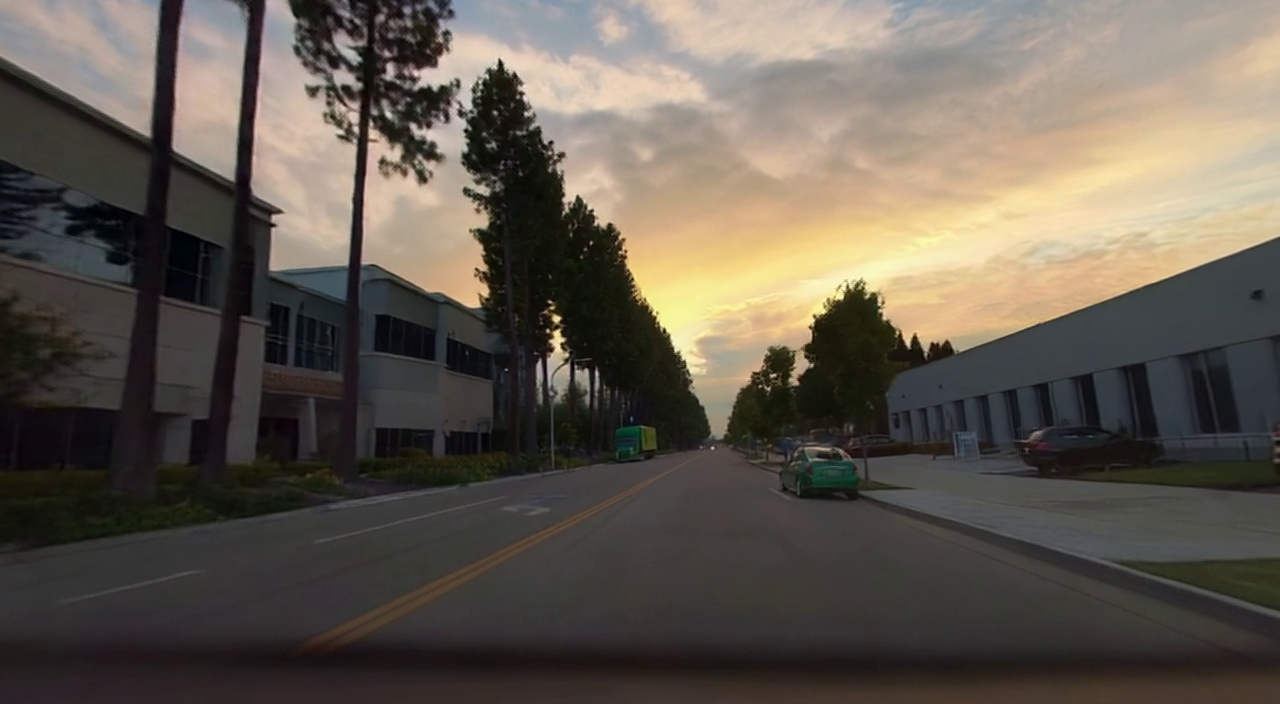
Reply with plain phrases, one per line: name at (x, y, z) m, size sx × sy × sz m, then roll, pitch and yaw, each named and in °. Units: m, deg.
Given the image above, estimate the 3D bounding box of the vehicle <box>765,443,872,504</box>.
vehicle at (4.959, 3.437, 18.232) m, size 2.098 × 1.509 × 4.389 m, roll 0°, pitch -9°, yaw 4°
